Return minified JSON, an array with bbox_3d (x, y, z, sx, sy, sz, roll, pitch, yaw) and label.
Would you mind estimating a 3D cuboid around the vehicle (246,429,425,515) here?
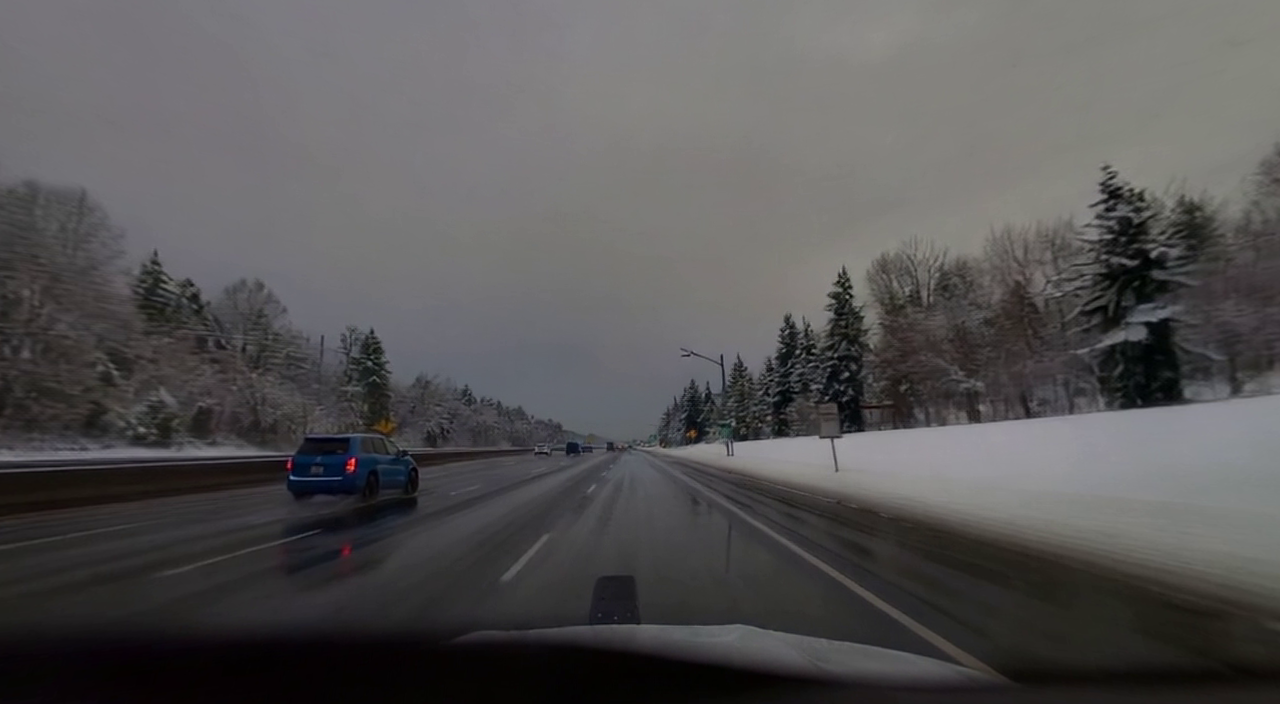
[{"bbox_3d":[-7.106,2.846,15.439,2.146,1.766,4.502,0,-9,-1],"label":"vehicle"}]
